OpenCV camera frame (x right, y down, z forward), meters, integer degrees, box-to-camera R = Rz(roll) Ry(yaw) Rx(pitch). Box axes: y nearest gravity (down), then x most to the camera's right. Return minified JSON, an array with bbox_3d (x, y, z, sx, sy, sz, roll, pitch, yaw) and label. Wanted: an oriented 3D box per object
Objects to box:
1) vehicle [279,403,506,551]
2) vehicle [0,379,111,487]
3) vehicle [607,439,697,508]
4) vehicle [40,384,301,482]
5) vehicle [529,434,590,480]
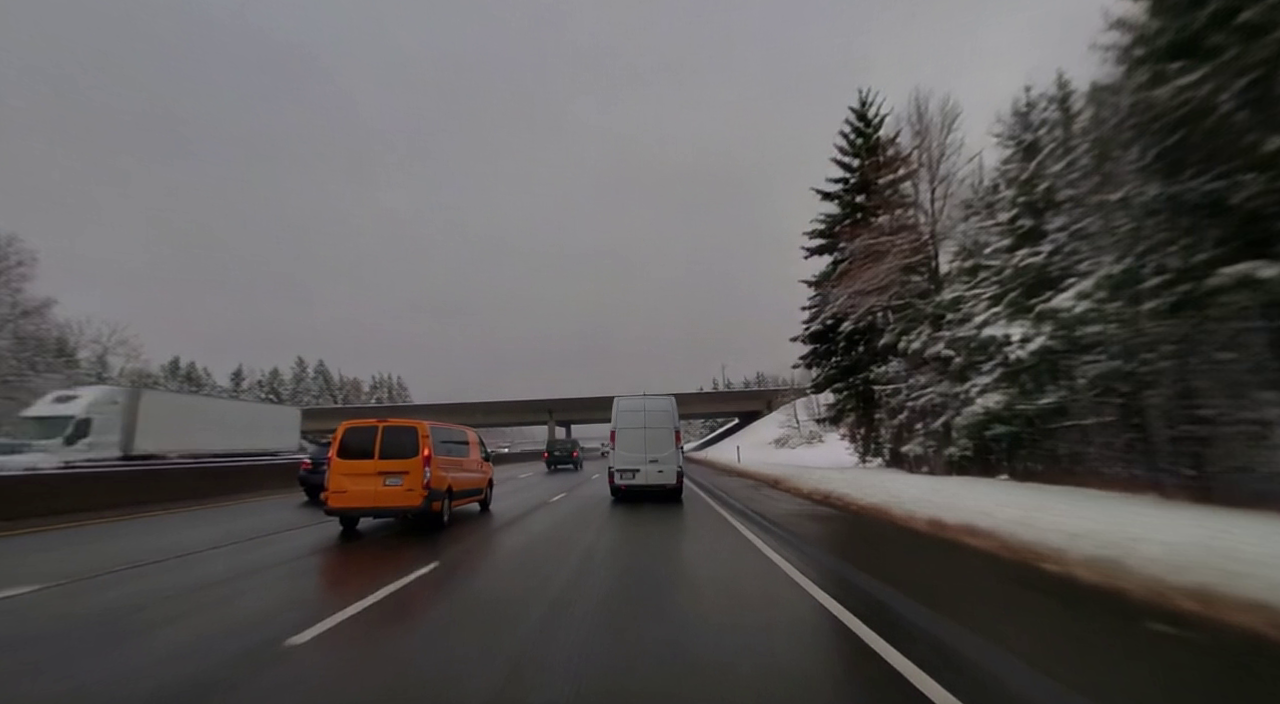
[{"bbox_3d":[-3.601,1.913,10.115,1.951,1.882,3.979,0,-9,0],"label":"vehicle"},{"bbox_3d":[-23.665,3.203,24.934,2.891,4.015,2.438,0,-9,3],"label":"vehicle"},{"bbox_3d":[0.249,2.945,15.609,1.991,1.507,3.391,0,-9,-1],"label":"vehicle"},{"bbox_3d":[-23.514,4.491,33.523,2.813,4.101,14.020,0,-9,1],"label":"vehicle"},{"bbox_3d":[-3.418,4.596,27.688,2.068,1.862,4.234,0,-9,1],"label":"vehicle"}]
